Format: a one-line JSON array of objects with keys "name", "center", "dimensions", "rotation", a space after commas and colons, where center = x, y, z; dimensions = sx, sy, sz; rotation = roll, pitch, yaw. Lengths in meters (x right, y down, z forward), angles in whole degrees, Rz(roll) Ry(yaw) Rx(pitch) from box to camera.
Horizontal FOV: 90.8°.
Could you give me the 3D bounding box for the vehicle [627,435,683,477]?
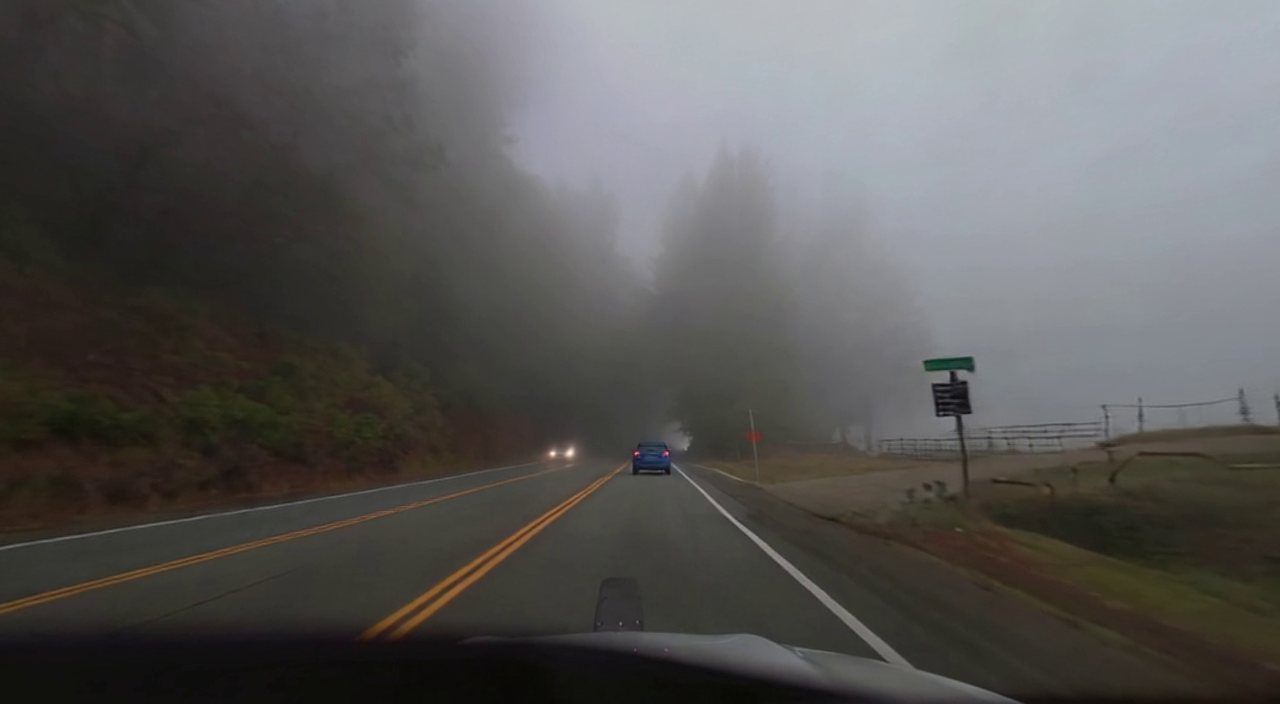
[{"name": "vehicle", "center": [0.649, 4.563, 27.941], "dimensions": [2.294, 1.708, 4.110], "rotation": [0, -9, 1]}]
